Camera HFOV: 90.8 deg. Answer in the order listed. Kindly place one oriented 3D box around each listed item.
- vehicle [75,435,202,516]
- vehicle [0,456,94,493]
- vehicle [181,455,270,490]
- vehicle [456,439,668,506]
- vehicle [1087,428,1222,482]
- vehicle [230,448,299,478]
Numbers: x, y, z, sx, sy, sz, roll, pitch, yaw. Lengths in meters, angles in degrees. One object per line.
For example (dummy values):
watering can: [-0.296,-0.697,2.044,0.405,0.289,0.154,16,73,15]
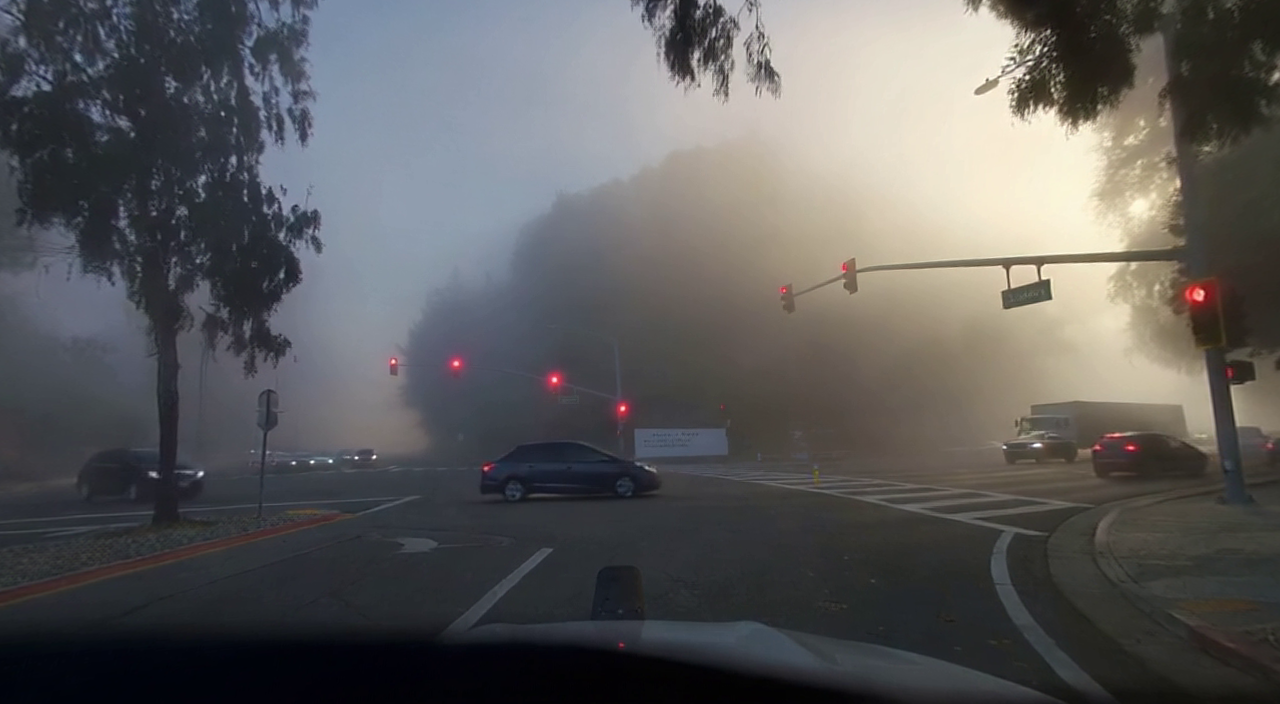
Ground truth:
vehicle: [-14.742,3.465,18.401,2.358,1.937,5.896,7,-12,-41]
vehicle: [-31.179,6.264,32.642,2.142,1.723,4.692,1,-9,-9]
vehicle: [-20.007,5.794,30.730,1.999,1.468,4.702,2,-9,-12]
vehicle: [-1.771,2.871,15.326,4.728,1.471,1.957,-1,-9,6]
vehicle: [17.058,3.383,20.928,4.281,1.621,1.903,5,-10,-29]
vehicle: [-26.332,7.769,44.531,2.213,1.956,5.254,1,-9,-8]
